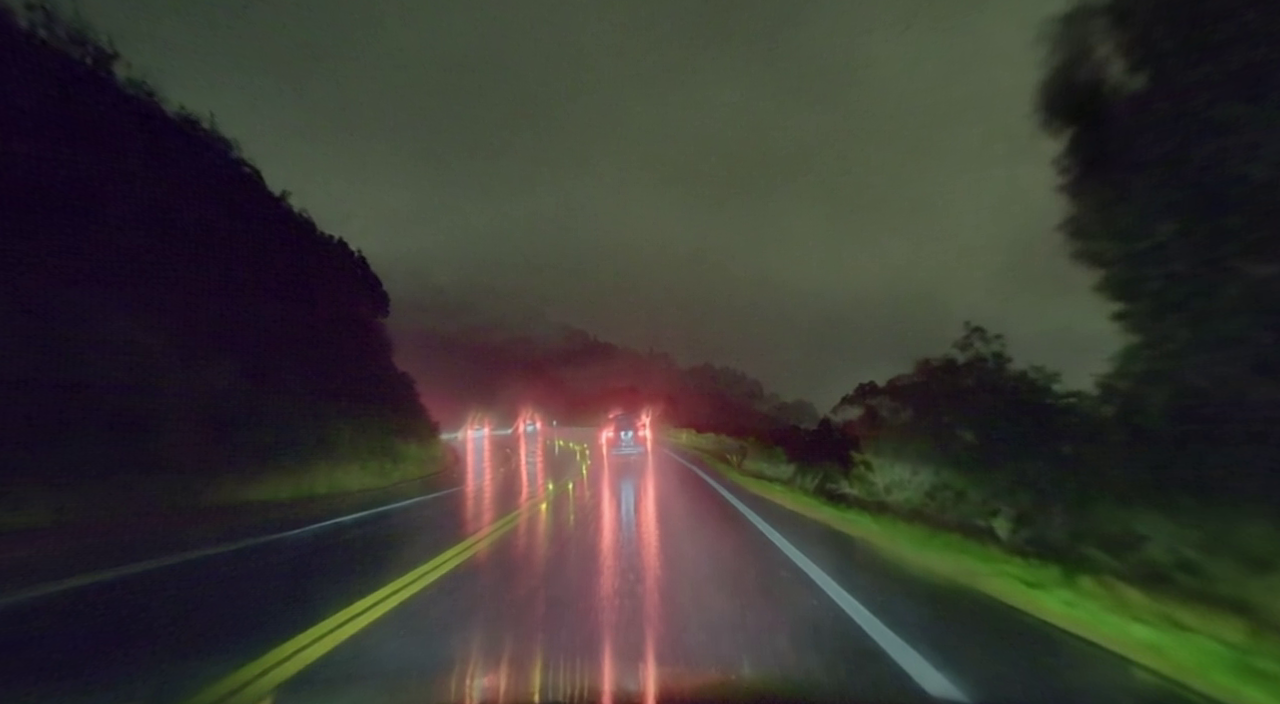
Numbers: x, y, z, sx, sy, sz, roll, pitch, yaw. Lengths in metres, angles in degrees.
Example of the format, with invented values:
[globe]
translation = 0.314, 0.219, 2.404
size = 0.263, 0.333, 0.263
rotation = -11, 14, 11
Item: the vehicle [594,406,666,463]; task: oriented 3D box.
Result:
[vehicle]
translation = -0.567, 3.434, 26.159
size = 2.500, 1.961, 5.637
rotation = -3, -8, -5
